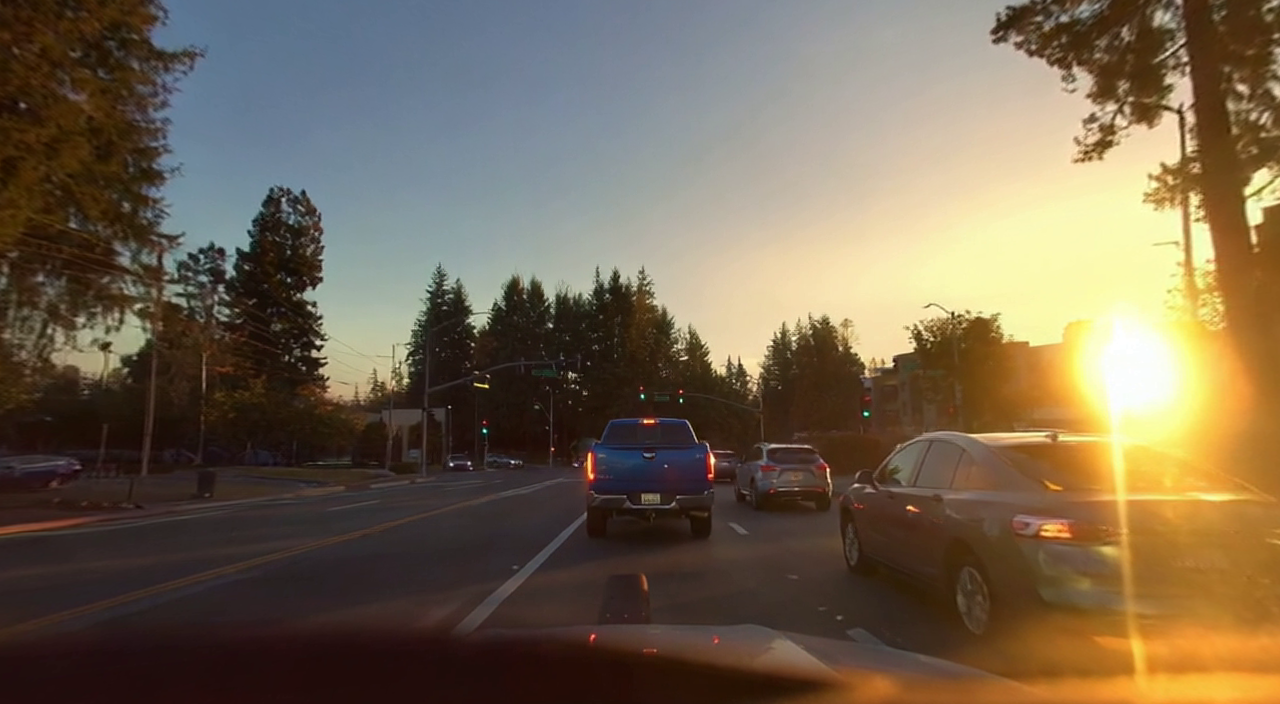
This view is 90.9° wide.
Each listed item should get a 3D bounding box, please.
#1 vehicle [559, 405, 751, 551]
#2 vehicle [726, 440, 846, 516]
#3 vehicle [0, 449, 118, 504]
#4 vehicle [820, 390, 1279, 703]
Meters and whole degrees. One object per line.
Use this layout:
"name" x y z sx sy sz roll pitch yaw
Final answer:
"vehicle" 0.217 2.153 11.519 2.636 2.011 5.425 0 -8 0
"vehicle" 3.474 3.070 15.932 1.957 1.646 4.355 0 -8 0
"vehicle" -21.733 4.384 22.703 2.062 1.764 4.508 0 -8 -2
"vehicle" 3.318 1.367 5.106 2.155 1.667 5.162 0 -8 0
